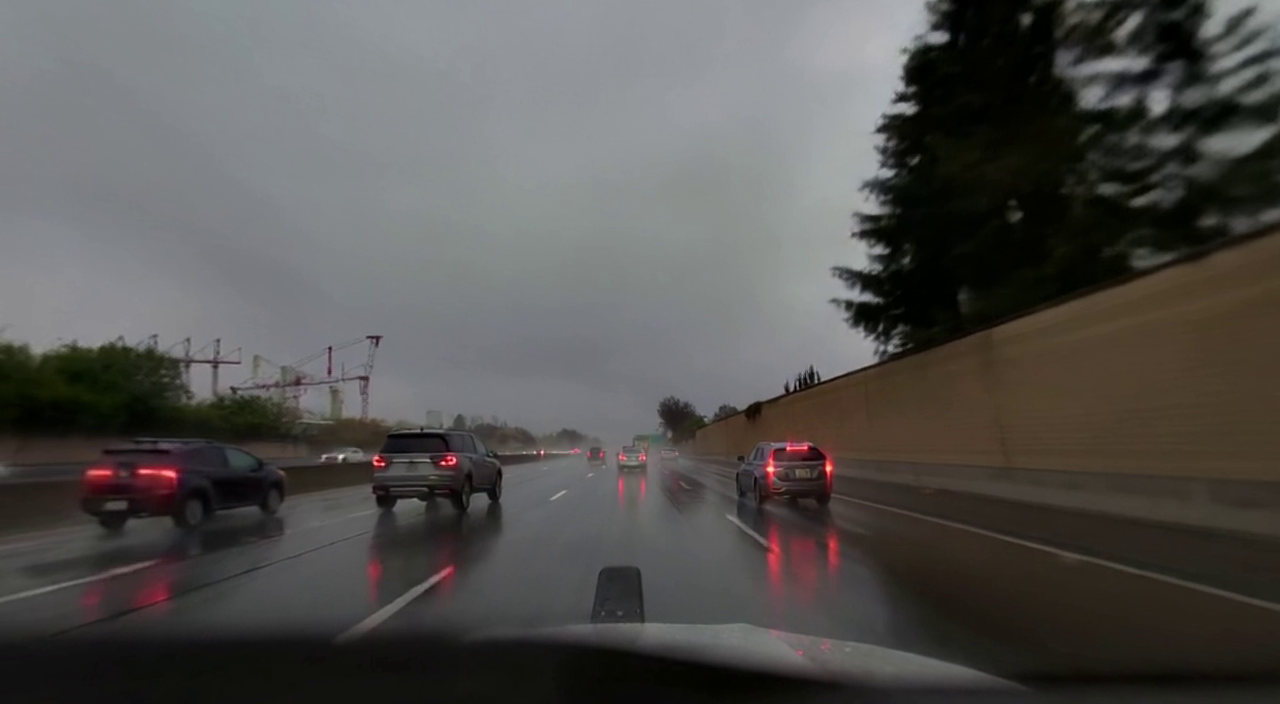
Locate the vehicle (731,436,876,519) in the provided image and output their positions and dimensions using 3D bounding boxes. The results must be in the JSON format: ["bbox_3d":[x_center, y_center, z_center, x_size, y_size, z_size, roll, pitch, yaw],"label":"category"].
[{"bbox_3d":[3.360,2.661,14.038,1.917,1.507,4.540,0,-8,-1],"label":"vehicle"}]

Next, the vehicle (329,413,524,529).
[{"bbox_3d":[-3.700,2.165,11.979,2.121,1.775,4.335,0,-8,0],"label":"vehicle"}]

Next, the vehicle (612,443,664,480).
[{"bbox_3d":[-0.107,4.635,27.016,2.045,1.452,4.040,0,-8,-1],"label":"vehicle"}]

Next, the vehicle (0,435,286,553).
[{"bbox_3d":[-7.933,2.122,10.210,1.908,1.476,4.342,0,-8,0],"label":"vehicle"}]
